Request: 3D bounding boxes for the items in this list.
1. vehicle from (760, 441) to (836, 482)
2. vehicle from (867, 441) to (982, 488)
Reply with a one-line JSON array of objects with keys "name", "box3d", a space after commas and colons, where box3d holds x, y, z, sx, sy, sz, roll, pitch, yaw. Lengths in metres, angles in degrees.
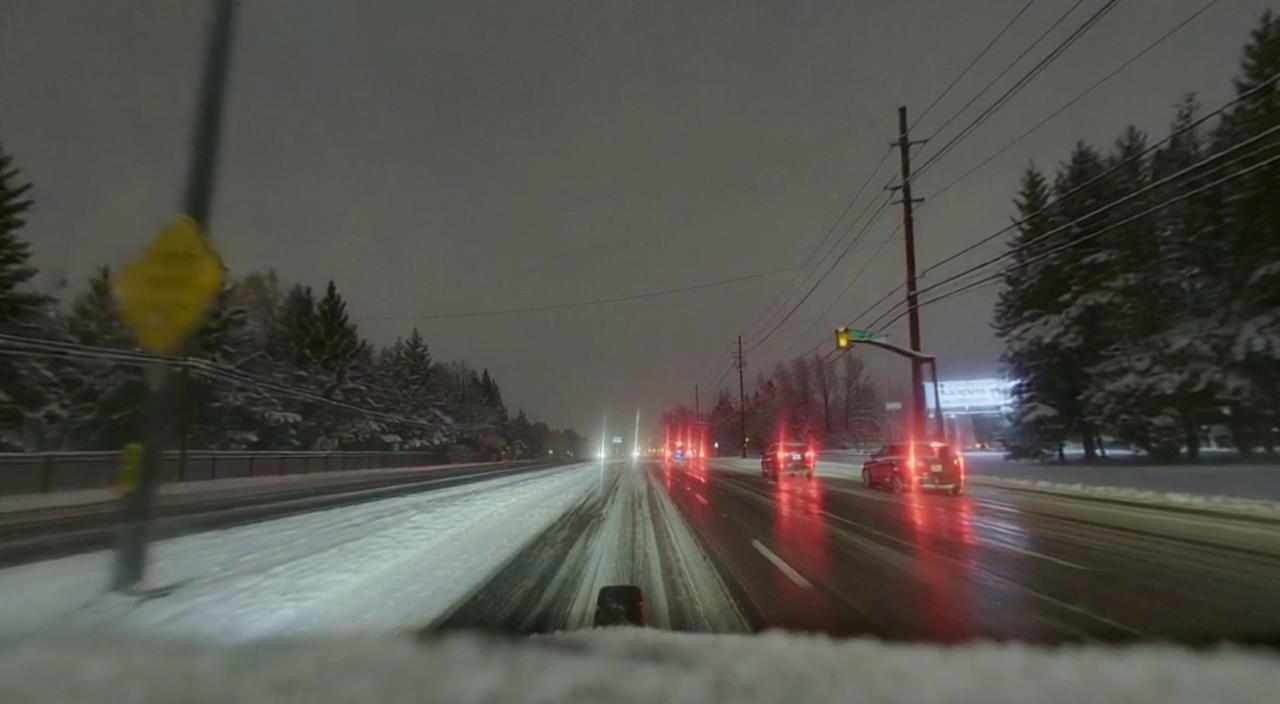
[{"name": "vehicle", "box3d": [6.257, 4.374, 25.520, 1.882, 1.476, 4.344, 0, -8, -1]}, {"name": "vehicle", "box3d": [9.880, 3.912, 22.382, 1.874, 1.482, 4.545, 0, -8, -1]}]
